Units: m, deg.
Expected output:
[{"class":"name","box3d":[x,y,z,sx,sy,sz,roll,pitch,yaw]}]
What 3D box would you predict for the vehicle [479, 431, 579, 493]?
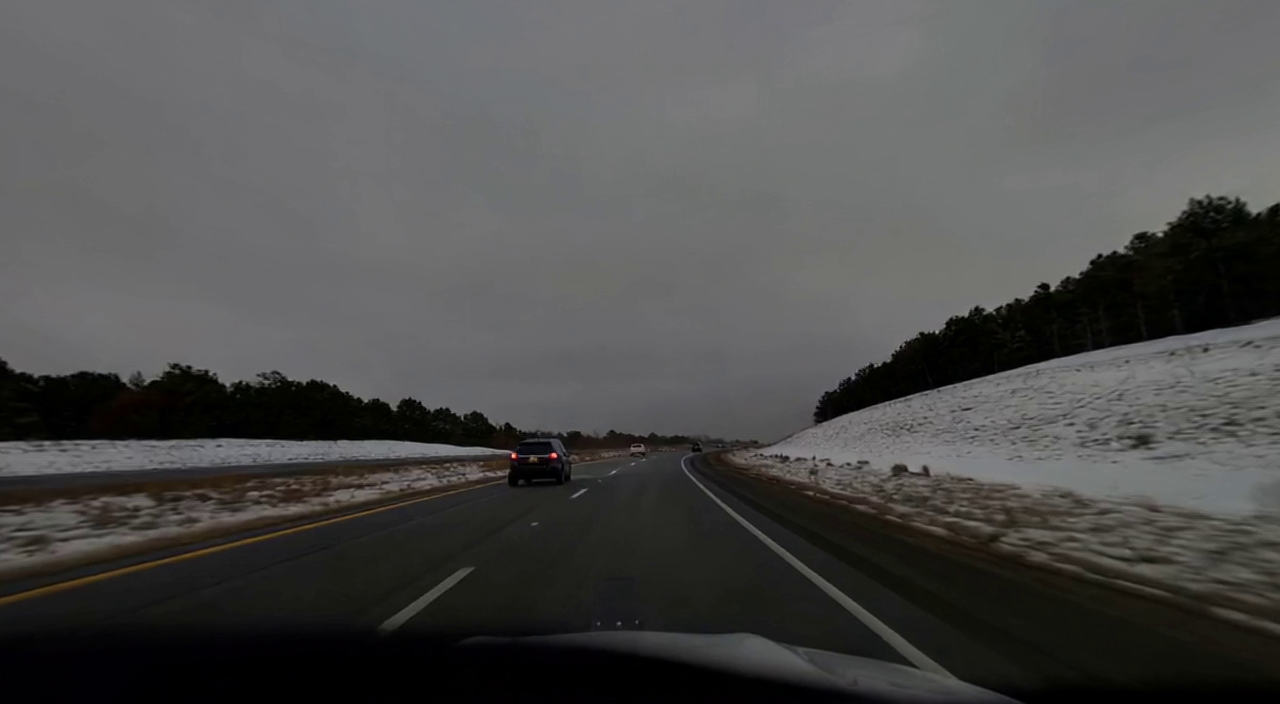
[{"class":"vehicle","box3d":[-3.417,3.506,20.491,2.252,1.743,4.560,0,-9,2]}]
